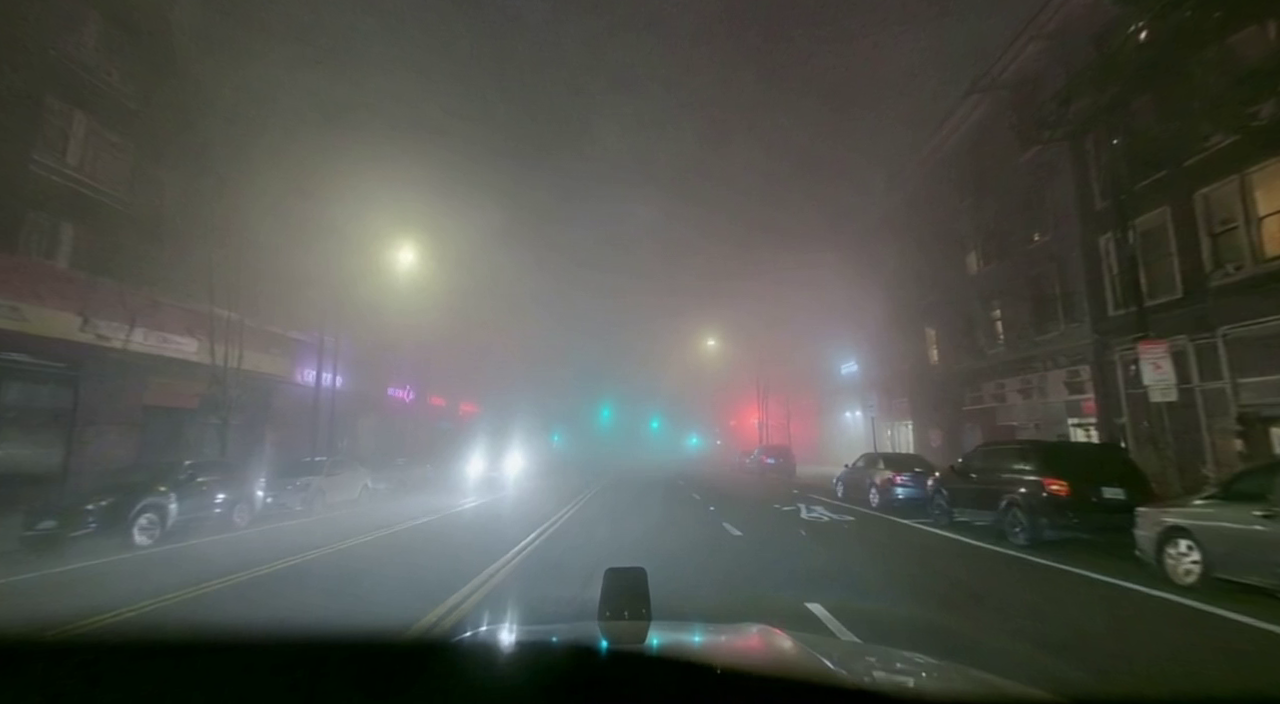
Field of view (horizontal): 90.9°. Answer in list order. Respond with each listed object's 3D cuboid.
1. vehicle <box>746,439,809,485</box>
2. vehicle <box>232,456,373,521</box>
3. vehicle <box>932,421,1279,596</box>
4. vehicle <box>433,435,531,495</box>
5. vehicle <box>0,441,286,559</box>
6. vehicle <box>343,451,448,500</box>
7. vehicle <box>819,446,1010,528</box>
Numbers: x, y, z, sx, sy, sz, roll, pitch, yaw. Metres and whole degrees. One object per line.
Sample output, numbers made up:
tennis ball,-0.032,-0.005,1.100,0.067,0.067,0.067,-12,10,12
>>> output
vehicle,6.158,4.958,28.764,1.922,1.871,4.477,0,-8,1
vehicle,-8.964,3.647,17.138,1.783,1.512,3.678,-1,-11,-1
vehicle,5.827,1.859,8.415,1.864,1.699,4.317,0,-8,2
vehicle,-5.569,4.054,23.088,2.203,1.937,5.133,0,-8,1
vehicle,-8.995,2.721,12.023,1.916,1.738,4.451,-1,-11,-1
vehicle,-8.716,4.479,22.972,1.905,1.576,4.566,-1,-11,1
vehicle,5.747,2.842,14.007,2.032,1.466,4.660,0,-8,-2
